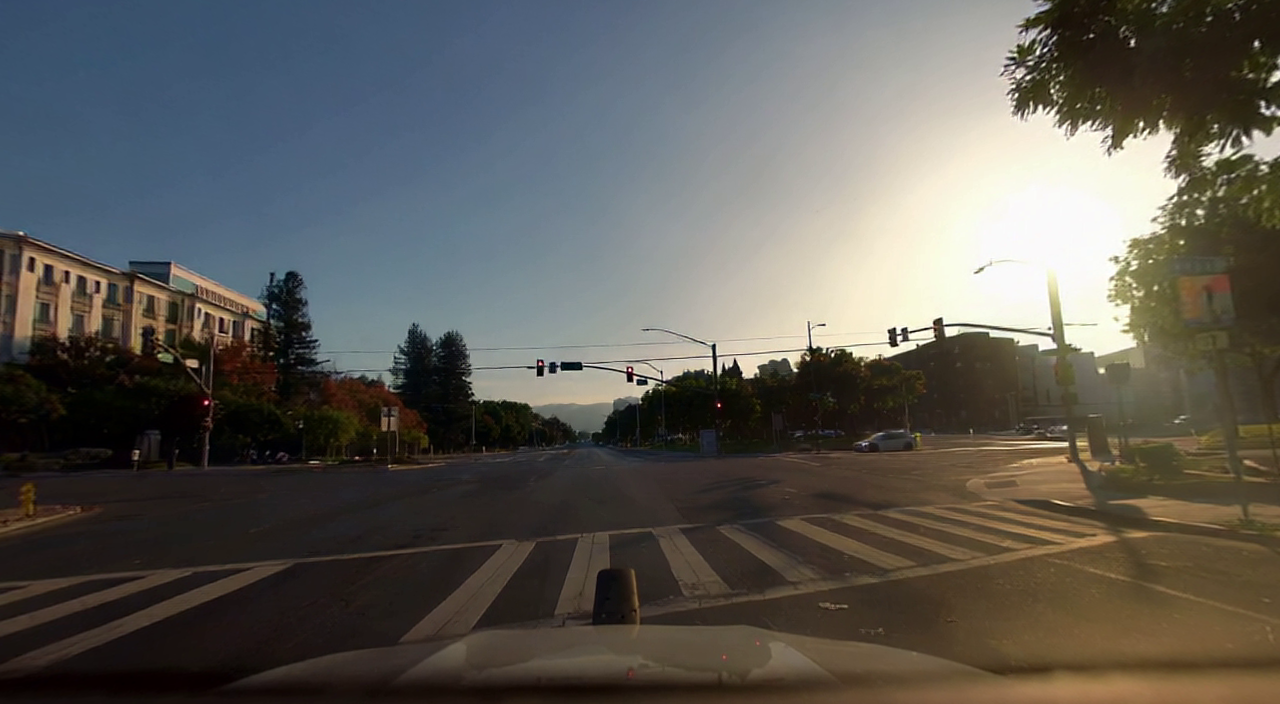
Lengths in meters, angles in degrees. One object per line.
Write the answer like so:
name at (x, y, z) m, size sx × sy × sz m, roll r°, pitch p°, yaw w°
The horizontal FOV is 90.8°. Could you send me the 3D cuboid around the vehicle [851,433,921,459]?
vehicle at (17.632, 6.747, 45.235) m, size 4.600 × 1.783 × 1.970 m, roll 4°, pitch -10°, yaw -26°
